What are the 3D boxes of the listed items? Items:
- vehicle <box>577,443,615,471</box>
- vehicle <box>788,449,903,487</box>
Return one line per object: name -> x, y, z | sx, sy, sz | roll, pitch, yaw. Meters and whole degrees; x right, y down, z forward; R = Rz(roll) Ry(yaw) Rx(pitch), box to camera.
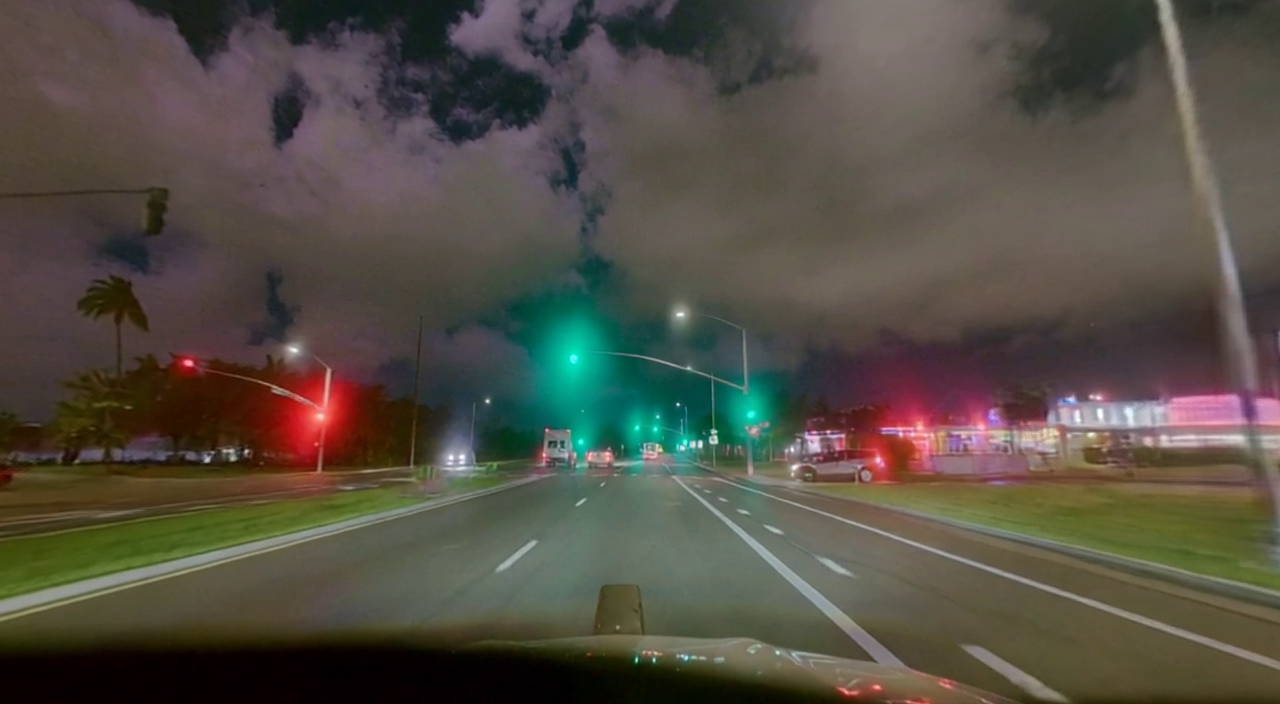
vehicle -> -2.932, 7.212, 43.386 | 2.116, 1.806, 4.516 | 0, -9, 2
vehicle -> 8.783, 5.006, 27.317 | 4.509, 1.520, 1.952 | -1, -9, 11
